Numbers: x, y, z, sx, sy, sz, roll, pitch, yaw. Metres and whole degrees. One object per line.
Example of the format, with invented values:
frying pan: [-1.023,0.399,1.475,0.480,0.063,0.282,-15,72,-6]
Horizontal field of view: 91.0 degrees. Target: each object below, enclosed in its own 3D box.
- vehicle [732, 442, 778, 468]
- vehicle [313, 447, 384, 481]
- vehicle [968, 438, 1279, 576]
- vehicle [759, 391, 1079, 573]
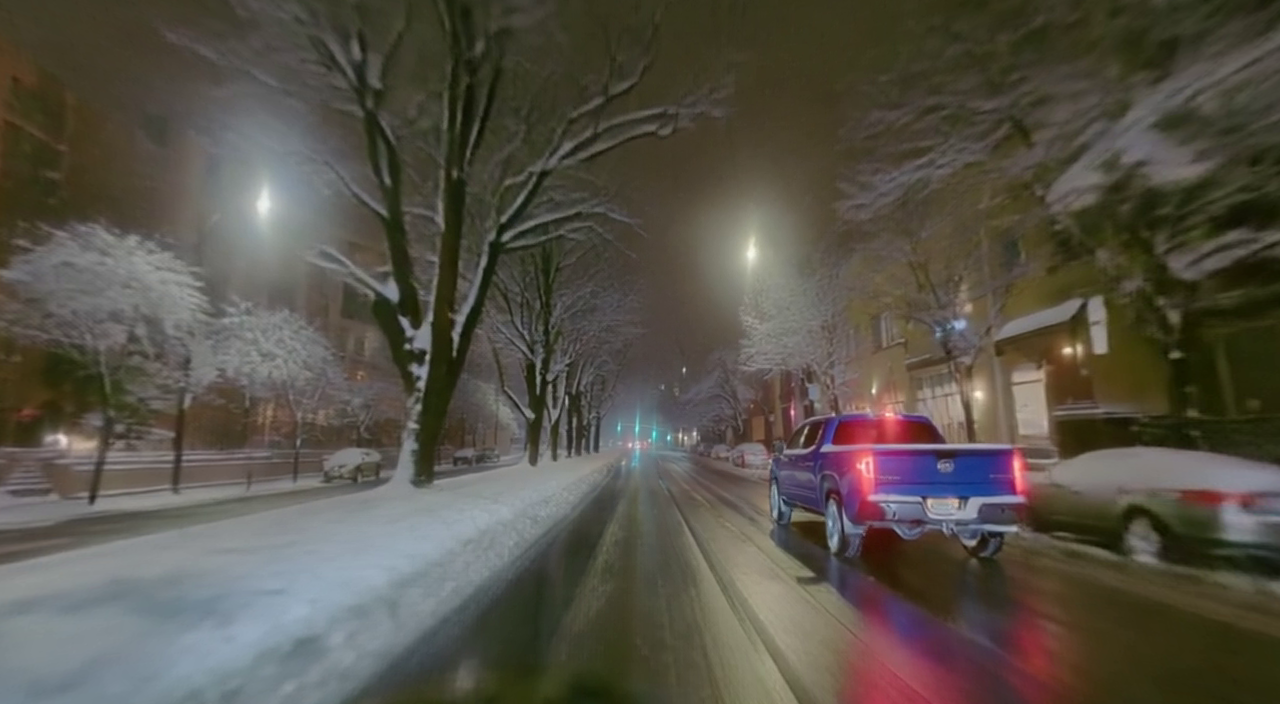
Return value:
vehicle: [7.287,6.557,40.272,1.863,1.588,4.670,0,-8,-2]
vehicle: [-16.022,6.157,34.829,1.913,1.734,4.357,0,-8,-2]
vehicle: [7.391,2.093,9.547,2.108,1.503,5.000,1,-8,0]
vehicle: [3.330,1.709,9.107,2.085,1.828,5.383,0,-8,-1]
